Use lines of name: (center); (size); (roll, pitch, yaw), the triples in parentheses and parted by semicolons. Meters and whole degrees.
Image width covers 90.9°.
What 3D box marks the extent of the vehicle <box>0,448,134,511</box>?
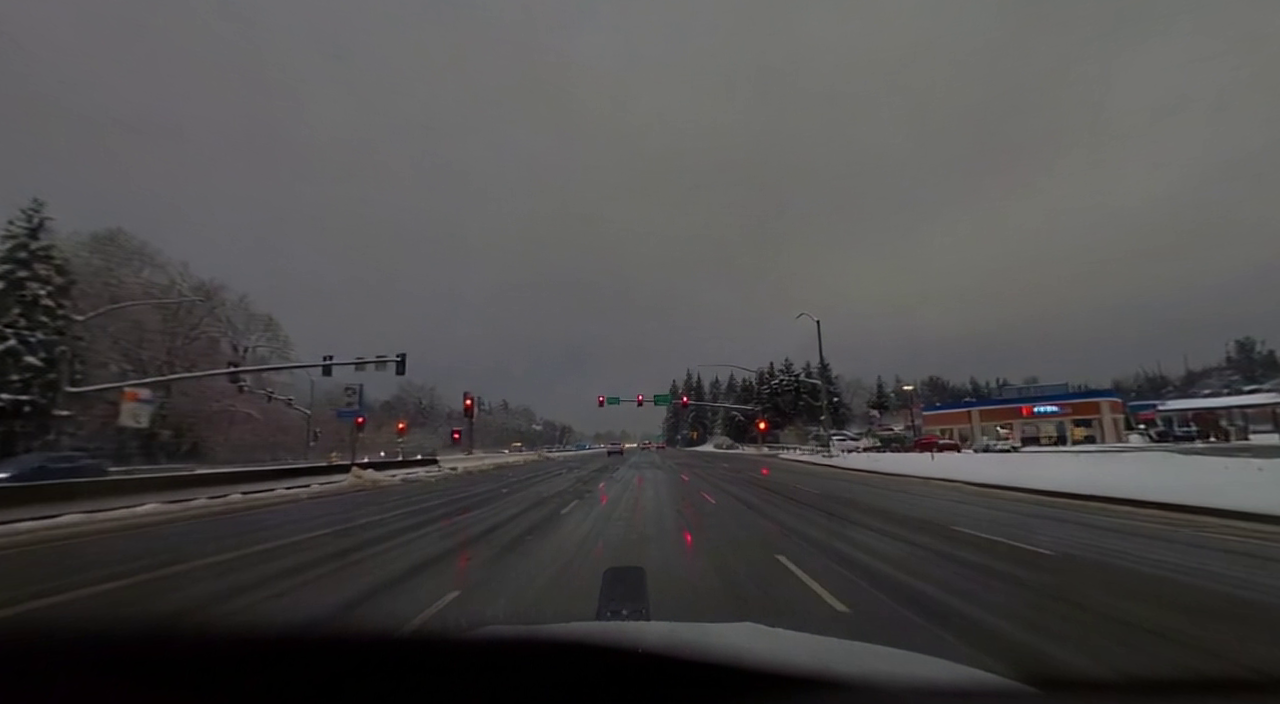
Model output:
vehicle: (-18.139, 3.756, 19.092); (1.926, 1.659, 4.426); (0, -8, -1)

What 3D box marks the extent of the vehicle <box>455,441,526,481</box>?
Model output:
vehicle: (-6.121, 4.488, 26.288); (1.843, 1.528, 4.121); (0, -8, 2)

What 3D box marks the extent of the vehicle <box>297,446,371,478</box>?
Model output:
vehicle: (-18.457, 6.651, 38.350); (2.034, 1.783, 4.875); (0, -8, 0)

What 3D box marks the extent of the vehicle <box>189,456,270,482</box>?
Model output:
vehicle: (-26.184, 7.463, 40.402); (1.899, 1.487, 4.734); (0, -8, 2)
